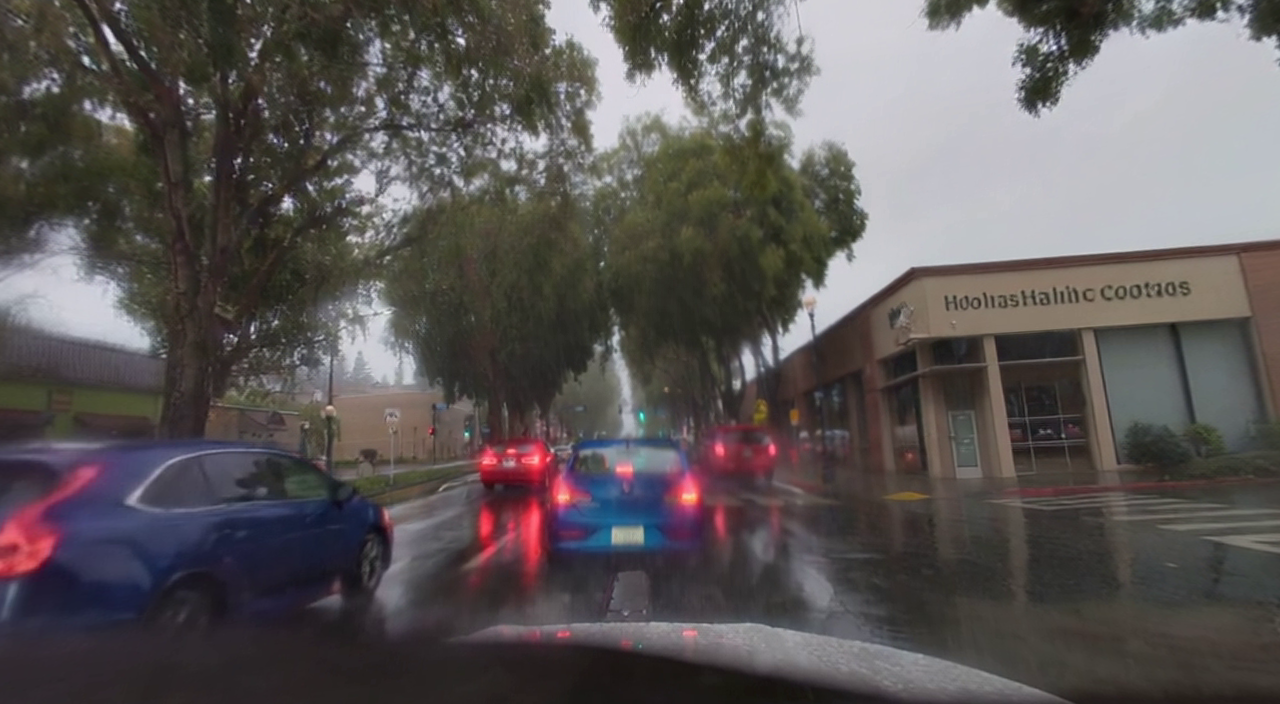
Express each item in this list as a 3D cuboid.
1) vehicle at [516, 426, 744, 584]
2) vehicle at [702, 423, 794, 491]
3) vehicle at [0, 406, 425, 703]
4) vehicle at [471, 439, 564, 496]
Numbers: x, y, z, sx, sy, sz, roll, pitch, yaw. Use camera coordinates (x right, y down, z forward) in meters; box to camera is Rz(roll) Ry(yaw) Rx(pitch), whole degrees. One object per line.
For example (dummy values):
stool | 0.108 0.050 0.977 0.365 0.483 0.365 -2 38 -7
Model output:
vehicle | -0.108 1.758 8.064 2.160 1.482 4.037 0 -9 0
vehicle | 3.395 3.422 20.826 2.152 1.987 4.527 0 -9 -1
vehicle | -3.373 1.260 4.527 2.029 1.456 4.414 0 -9 1
vehicle | -3.467 3.346 18.649 1.905 1.473 4.016 0 -9 1
